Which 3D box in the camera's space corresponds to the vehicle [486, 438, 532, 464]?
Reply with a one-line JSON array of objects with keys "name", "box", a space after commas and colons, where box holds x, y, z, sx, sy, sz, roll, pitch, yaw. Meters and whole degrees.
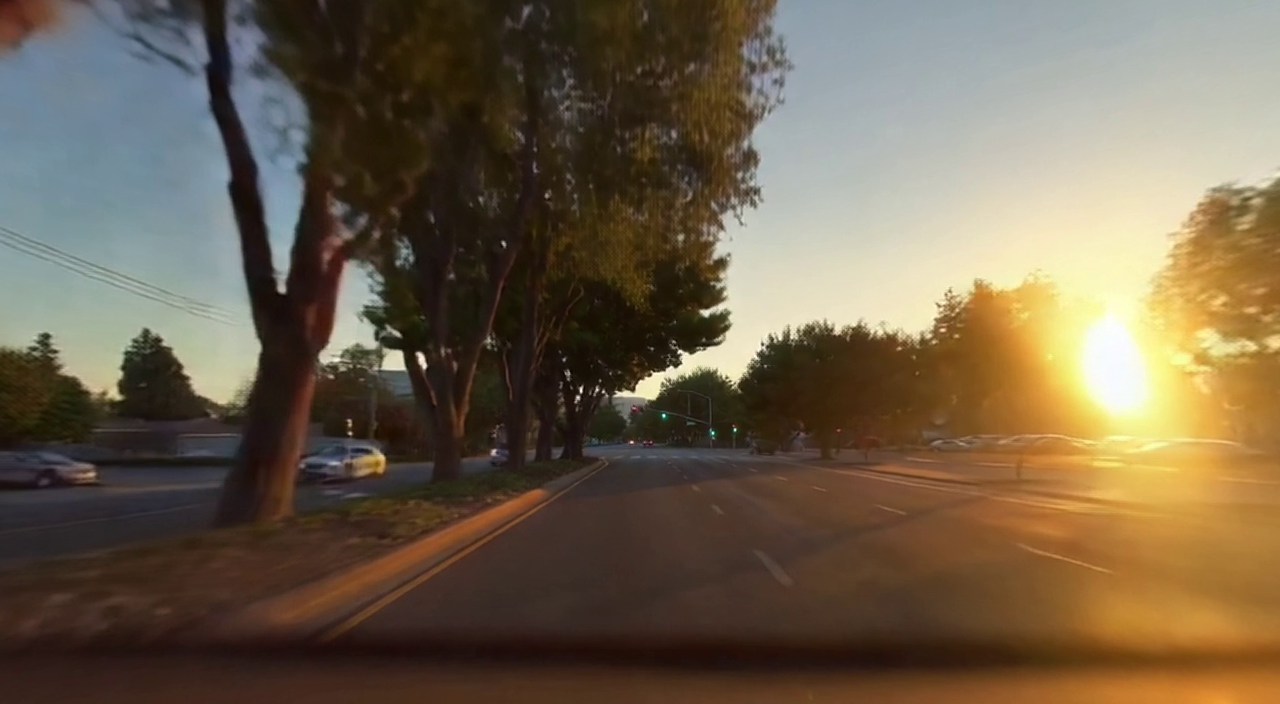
[{"name": "vehicle", "box": [-8.081, 6.166, 39.250, 1.936, 1.525, 4.214, 0, -8, 1]}]

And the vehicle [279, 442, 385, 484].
[{"name": "vehicle", "box": [-11.617, 4.193, 24.160, 1.816, 1.457, 4.386, 0, -8, 1]}]

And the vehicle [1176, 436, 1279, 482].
[{"name": "vehicle", "box": [21.354, 3.650, 21.682, 4.176, 1.490, 1.871, 0, -8, -3]}]

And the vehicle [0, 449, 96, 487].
[{"name": "vehicle", "box": [-25.390, 4.679, 25.632, 4.663, 1.464, 1.906, 0, -8, -2]}]
